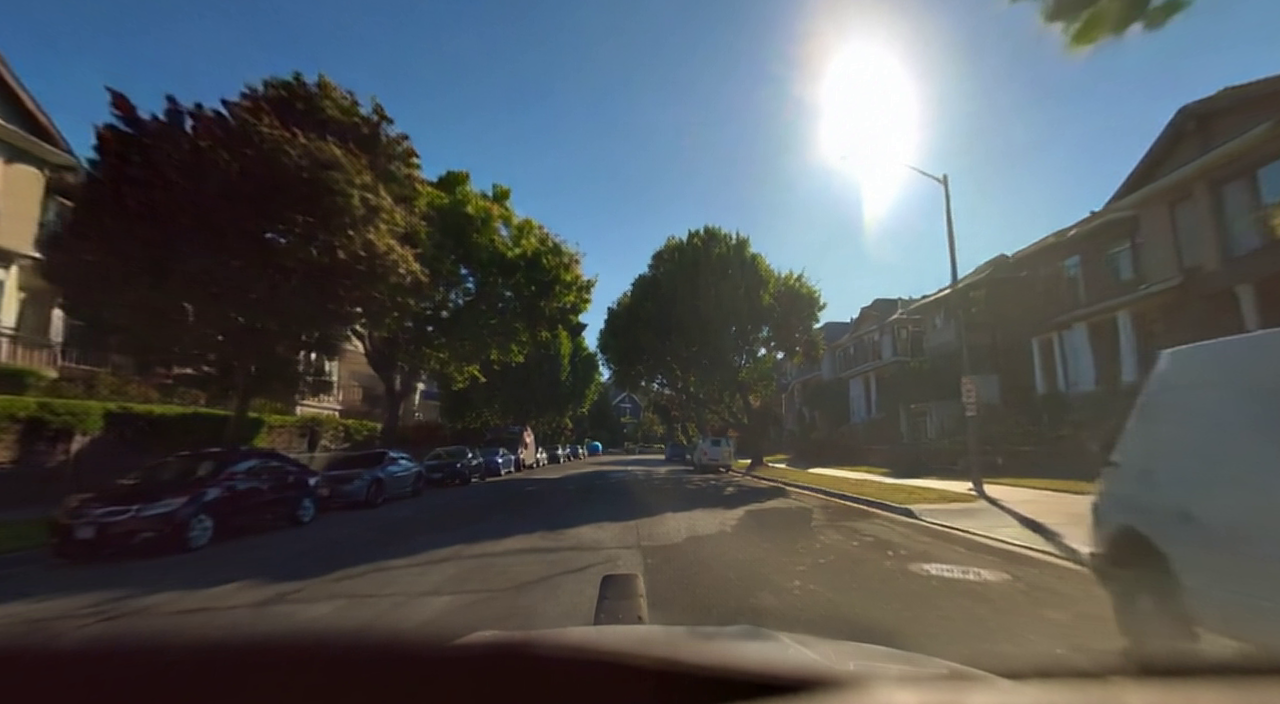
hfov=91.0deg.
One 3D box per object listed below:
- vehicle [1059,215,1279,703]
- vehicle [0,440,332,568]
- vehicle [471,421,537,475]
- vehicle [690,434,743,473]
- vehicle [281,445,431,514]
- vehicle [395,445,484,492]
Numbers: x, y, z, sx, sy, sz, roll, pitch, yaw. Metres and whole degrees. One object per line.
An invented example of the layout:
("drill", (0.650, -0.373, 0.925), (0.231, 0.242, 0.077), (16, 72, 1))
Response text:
("vehicle", (3.992, 0.658, 3.109), (2.158, 2.478, 2.078), (0, -9, -3))
("vehicle", (-7.068, 2.256, 10.097), (2.003, 1.501, 4.779), (-1, -9, -2))
("vehicle", (-7.343, 5.339, 34.711), (2.341, 2.674, 5.753), (-1, -10, 0))
("vehicle", (4.111, 5.581, 34.676), (2.216, 1.955, 4.970), (0, -9, -1))
("vehicle", (-7.048, 3.189, 16.232), (1.845, 1.475, 4.495), (-1, -9, -1))
("vehicle", (-7.129, 4.157, 22.796), (1.832, 1.483, 4.140), (-1, -9, 0))
